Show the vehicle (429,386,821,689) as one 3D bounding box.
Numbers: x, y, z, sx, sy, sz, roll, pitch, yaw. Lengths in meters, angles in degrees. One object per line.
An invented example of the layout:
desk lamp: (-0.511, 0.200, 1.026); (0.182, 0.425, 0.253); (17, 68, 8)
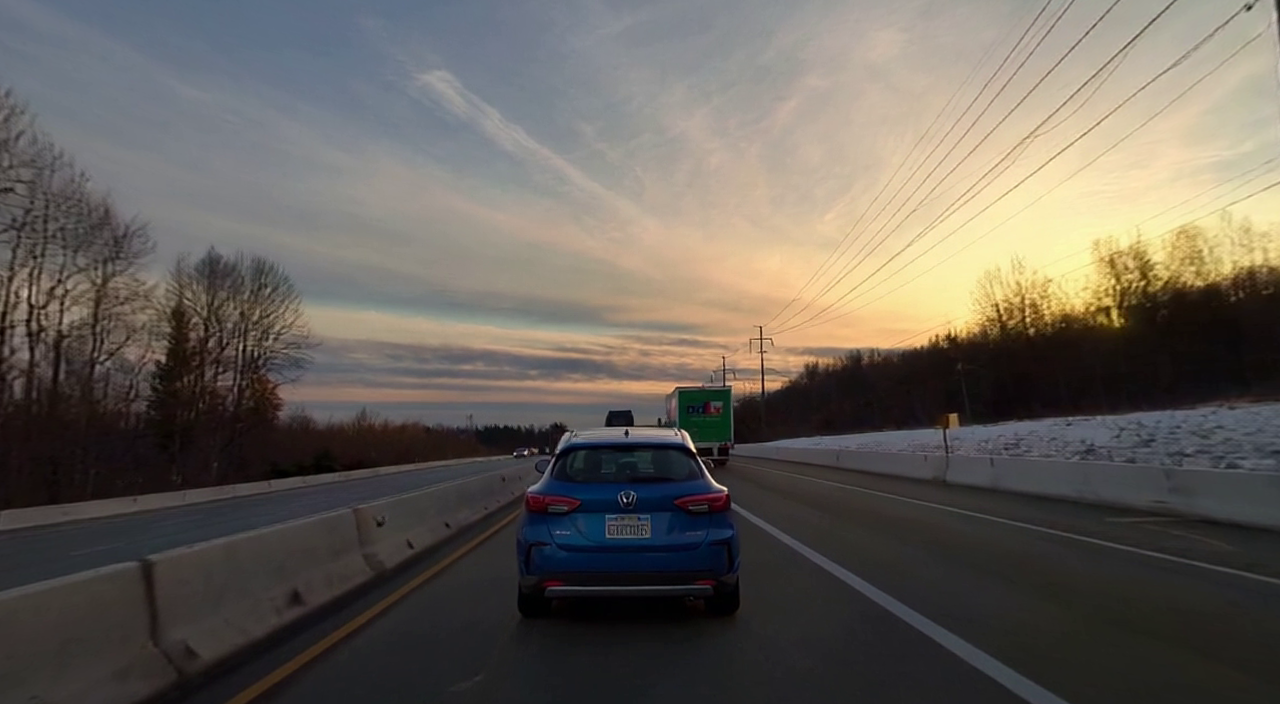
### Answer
vehicle: (-0.134, 1.243, 5.355); (2.062, 1.581, 3.914); (0, -8, -2)
